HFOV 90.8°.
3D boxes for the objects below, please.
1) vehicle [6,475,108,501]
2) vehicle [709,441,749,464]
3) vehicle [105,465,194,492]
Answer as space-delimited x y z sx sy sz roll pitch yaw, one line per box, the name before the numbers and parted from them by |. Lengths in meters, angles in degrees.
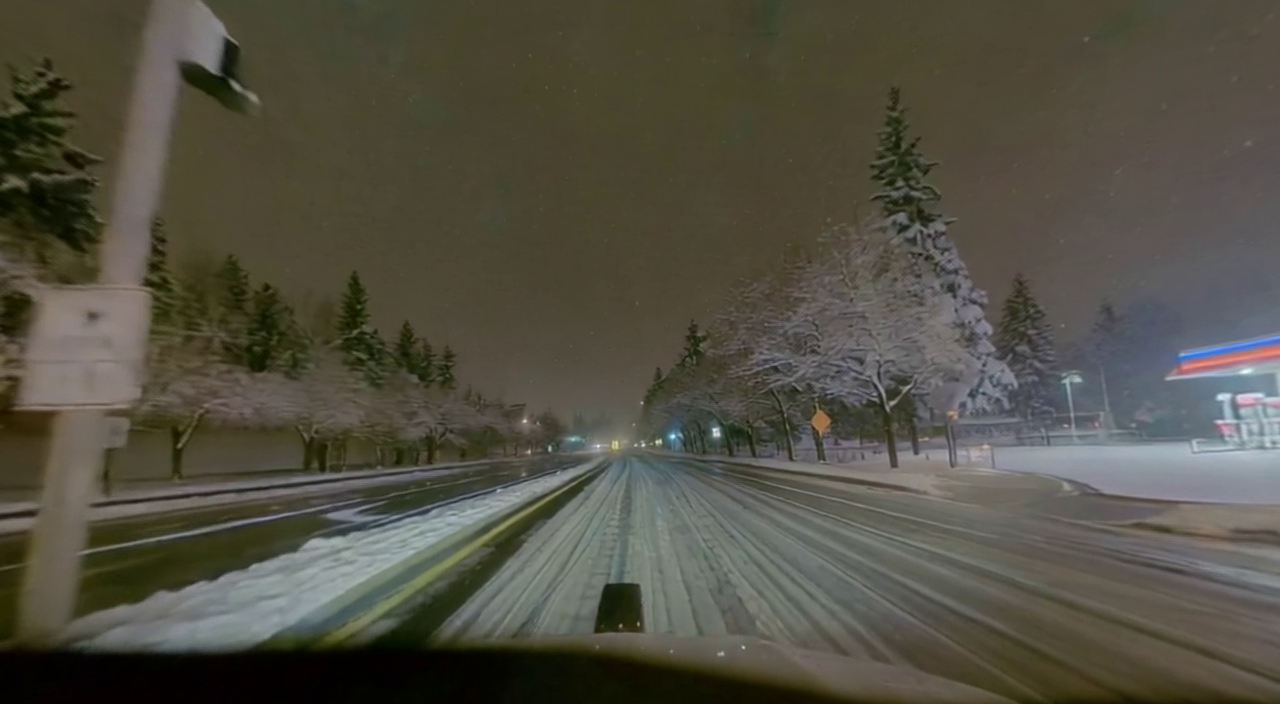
vehicle | -36.290 8.451 39.365 4.646 1.463 1.995 -1 -8 7
vehicle | 6.248 7.132 44.871 1.990 1.508 4.426 0 -8 -2
vehicle | -34.660 8.921 44.689 4.935 1.755 1.918 -1 -8 8
